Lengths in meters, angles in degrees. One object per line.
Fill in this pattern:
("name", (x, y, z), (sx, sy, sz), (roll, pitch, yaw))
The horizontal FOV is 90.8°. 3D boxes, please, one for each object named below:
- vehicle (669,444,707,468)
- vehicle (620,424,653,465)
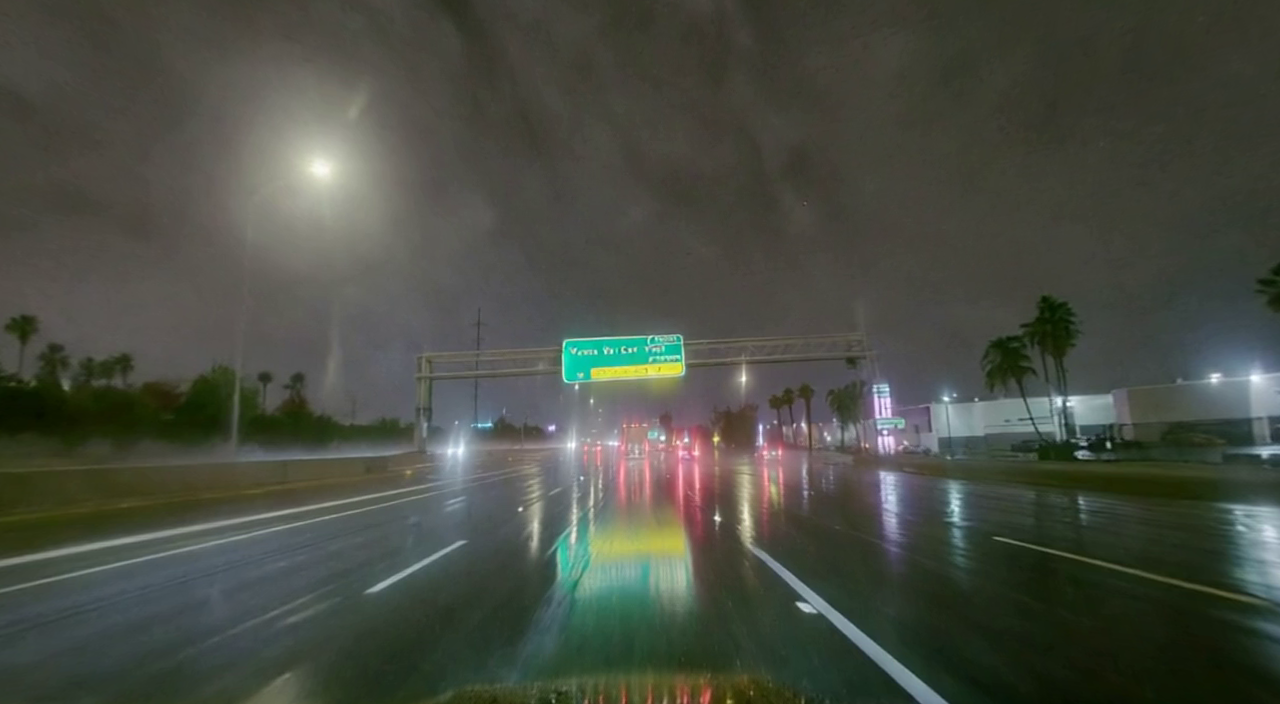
("vehicle", (3.070, 6.716, 40.977), (2.049, 1.485, 4.106), (0, -8, -1))
("vehicle", (-0.315, 7.193, 49.106), (2.364, 2.953, 6.495), (0, -8, -1))
